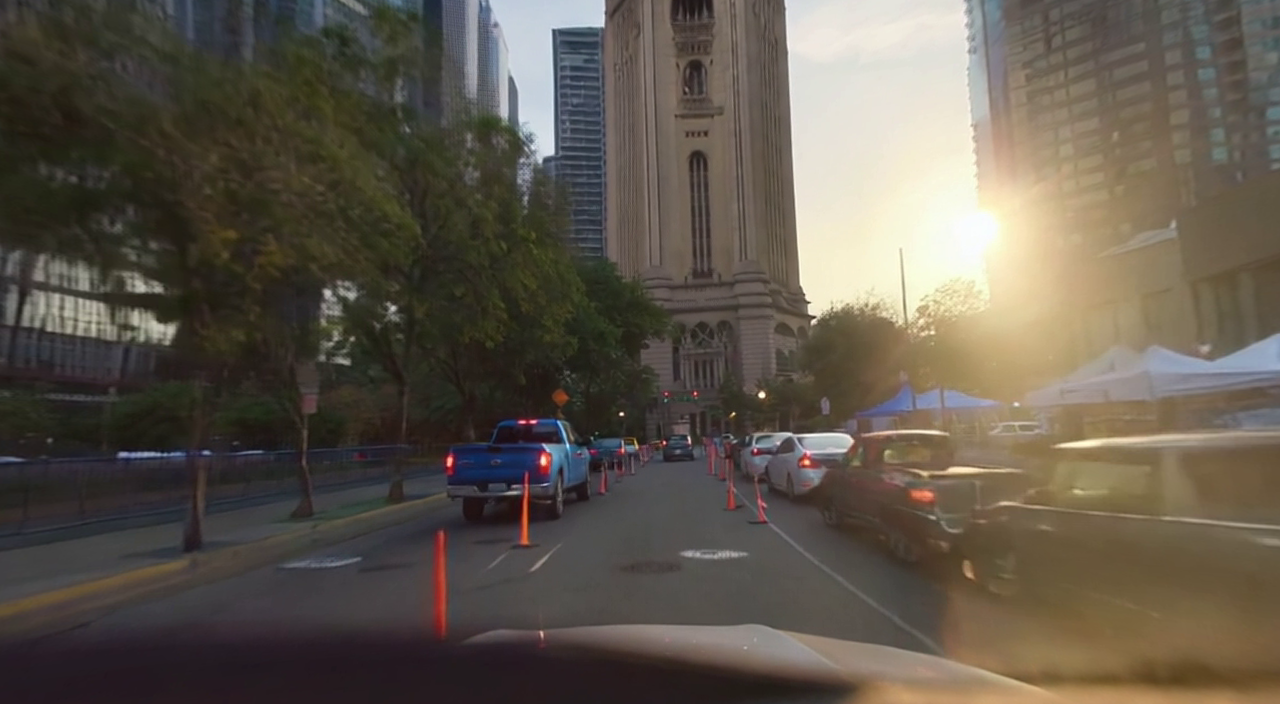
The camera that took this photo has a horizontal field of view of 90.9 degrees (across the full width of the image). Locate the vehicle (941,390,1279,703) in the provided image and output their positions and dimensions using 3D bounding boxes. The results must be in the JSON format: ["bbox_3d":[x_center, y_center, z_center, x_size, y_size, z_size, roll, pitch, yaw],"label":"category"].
[{"bbox_3d":[3.740,0.968,3.030,2.212,1.493,4.795,0,-8,0],"label":"vehicle"}]

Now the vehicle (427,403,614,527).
[{"bbox_3d":[-2.032,2.215,12.939,2.452,1.954,5.653,-1,-8,3],"label":"vehicle"}]

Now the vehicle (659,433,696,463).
[{"bbox_3d":[2.410,6.177,40.737,2.183,1.784,4.317,-1,-8,3],"label":"vehicle"}]
